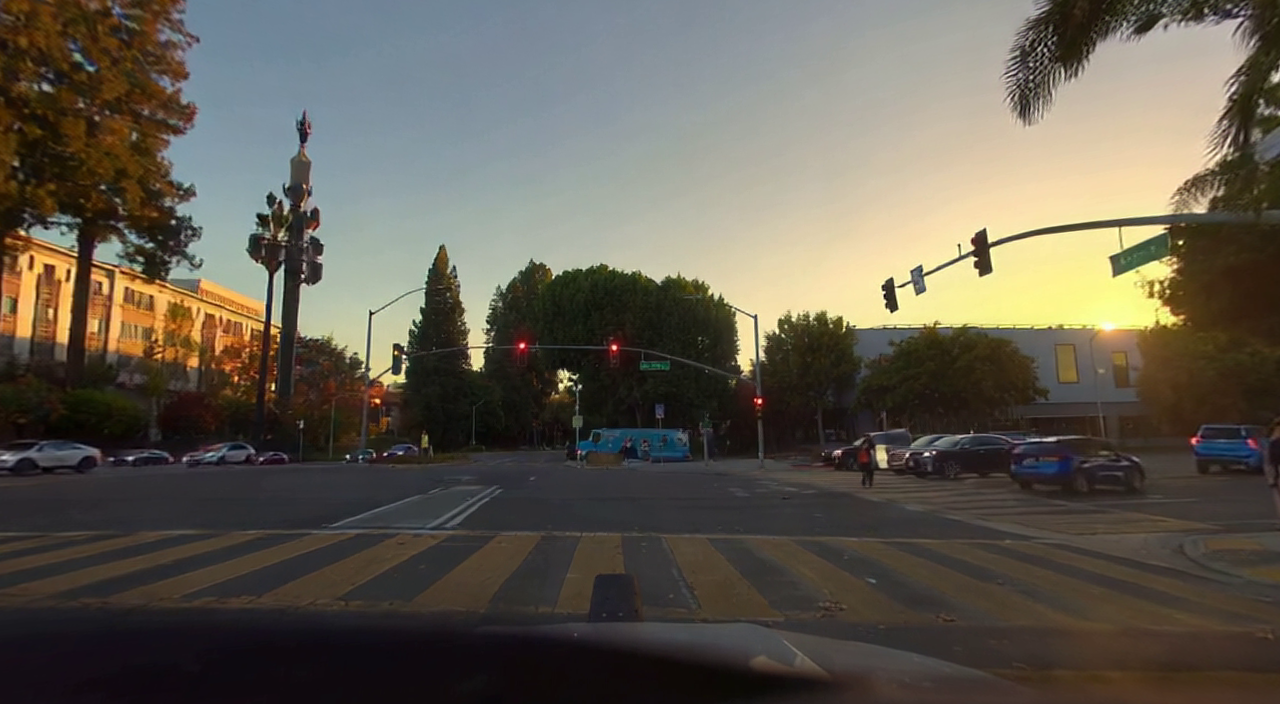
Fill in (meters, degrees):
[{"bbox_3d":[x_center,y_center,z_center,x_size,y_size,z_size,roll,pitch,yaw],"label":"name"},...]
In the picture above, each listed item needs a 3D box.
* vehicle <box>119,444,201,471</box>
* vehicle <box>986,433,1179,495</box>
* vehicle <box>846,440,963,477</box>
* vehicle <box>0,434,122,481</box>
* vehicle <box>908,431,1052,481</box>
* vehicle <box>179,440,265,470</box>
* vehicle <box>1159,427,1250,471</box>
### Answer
[{"bbox_3d":[-30.804,6.765,40.721,2.069,1.660,4.302,0,-8,-3],"label":"vehicle"},{"bbox_3d":[12.225,3.064,17.551,4.312,1.540,2.007,2,-9,-16],"label":"vehicle"},{"bbox_3d":[11.481,4.621,27.562,4.317,1.491,1.896,2,-9,-11],"label":"vehicle"},{"bbox_3d":[-27.023,4.698,28.491,2.388,1.858,6.056,0,-8,-2],"label":"vehicle"},{"bbox_3d":[12.928,3.916,24.047,4.742,1.762,2.180,3,-9,-22],"label":"vehicle"},{"bbox_3d":[-24.083,5.954,36.622,2.056,1.604,4.436,0,-8,-2],"label":"vehicle"},{"bbox_3d":[25.645,4.414,28.892,2.066,1.821,4.509,-5,-10,29],"label":"vehicle"}]
